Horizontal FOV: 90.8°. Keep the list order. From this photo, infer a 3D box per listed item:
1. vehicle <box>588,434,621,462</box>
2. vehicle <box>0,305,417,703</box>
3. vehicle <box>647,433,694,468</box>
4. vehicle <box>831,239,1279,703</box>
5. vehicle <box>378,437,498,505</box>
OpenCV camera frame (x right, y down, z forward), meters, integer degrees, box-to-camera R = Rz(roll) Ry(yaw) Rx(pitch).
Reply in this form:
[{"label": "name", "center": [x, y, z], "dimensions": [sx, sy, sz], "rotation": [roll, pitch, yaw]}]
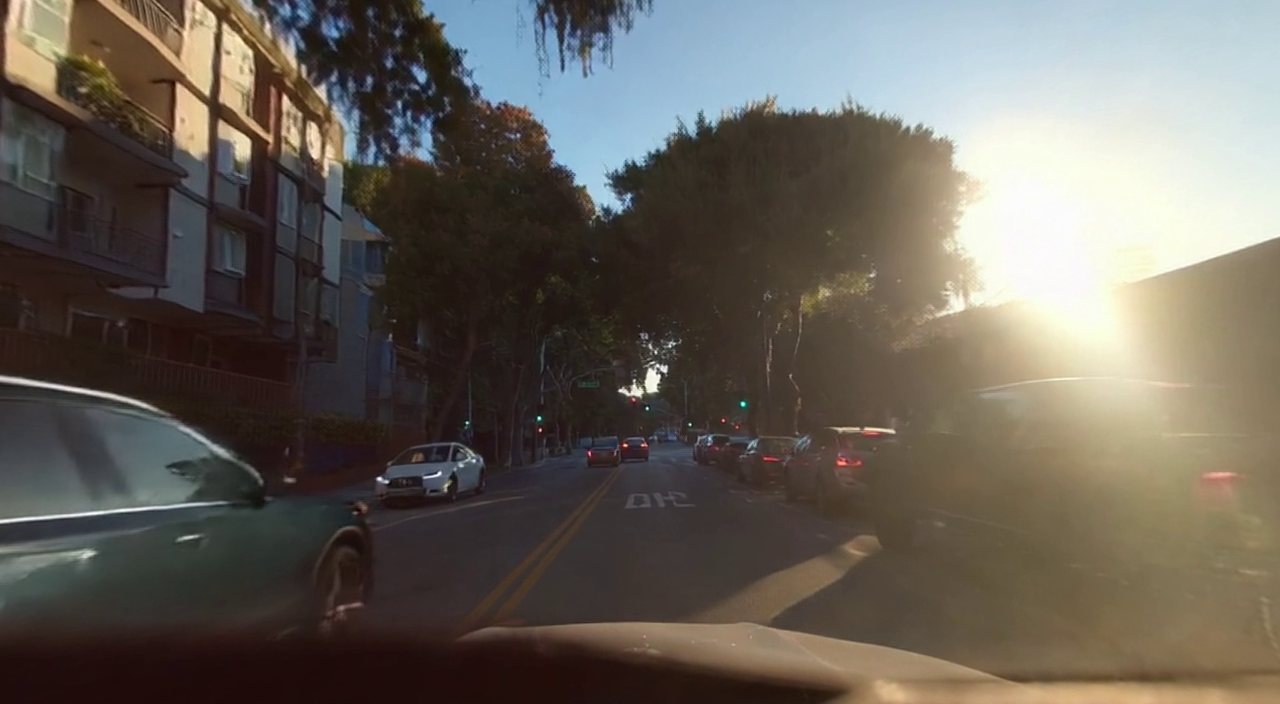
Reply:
[{"label": "vehicle", "center": [-2.300, 6.363, 41.822], "dimensions": [1.979, 1.723, 3.849], "rotation": [0, -8, 1]}, {"label": "vehicle", "center": [-2.969, 0.864, 2.249], "dimensions": [2.333, 1.832, 5.200], "rotation": [0, -8, 1]}, {"label": "vehicle", "center": [1.572, 4.906, 31.543], "dimensions": [2.111, 1.619, 4.077], "rotation": [-1, -9, 6]}, {"label": "vehicle", "center": [3.661, 0.979, 5.232], "dimensions": [2.356, 2.043, 5.791], "rotation": [0, -8, 0]}, {"label": "vehicle", "center": [-5.902, 3.505, 19.118], "dimensions": [2.013, 1.772, 4.439], "rotation": [-1, -8, 2]}]
